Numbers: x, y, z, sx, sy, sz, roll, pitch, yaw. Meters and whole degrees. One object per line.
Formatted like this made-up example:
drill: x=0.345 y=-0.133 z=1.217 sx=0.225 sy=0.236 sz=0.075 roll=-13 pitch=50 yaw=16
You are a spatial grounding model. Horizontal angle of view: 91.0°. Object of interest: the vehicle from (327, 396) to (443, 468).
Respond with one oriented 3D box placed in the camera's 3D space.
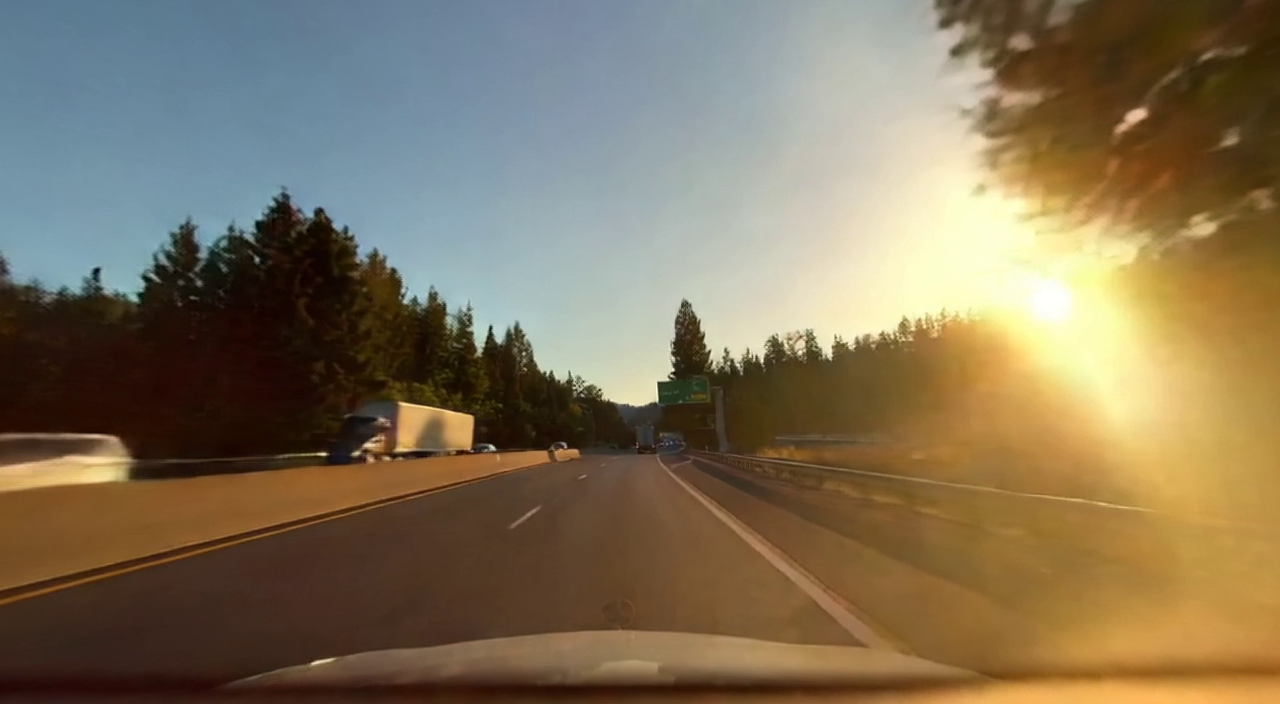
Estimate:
vehicle: x=-15.341 y=5.016 z=39.033 sx=2.921 sy=3.864 sz=9.988 roll=-1 pitch=-8 yaw=0
